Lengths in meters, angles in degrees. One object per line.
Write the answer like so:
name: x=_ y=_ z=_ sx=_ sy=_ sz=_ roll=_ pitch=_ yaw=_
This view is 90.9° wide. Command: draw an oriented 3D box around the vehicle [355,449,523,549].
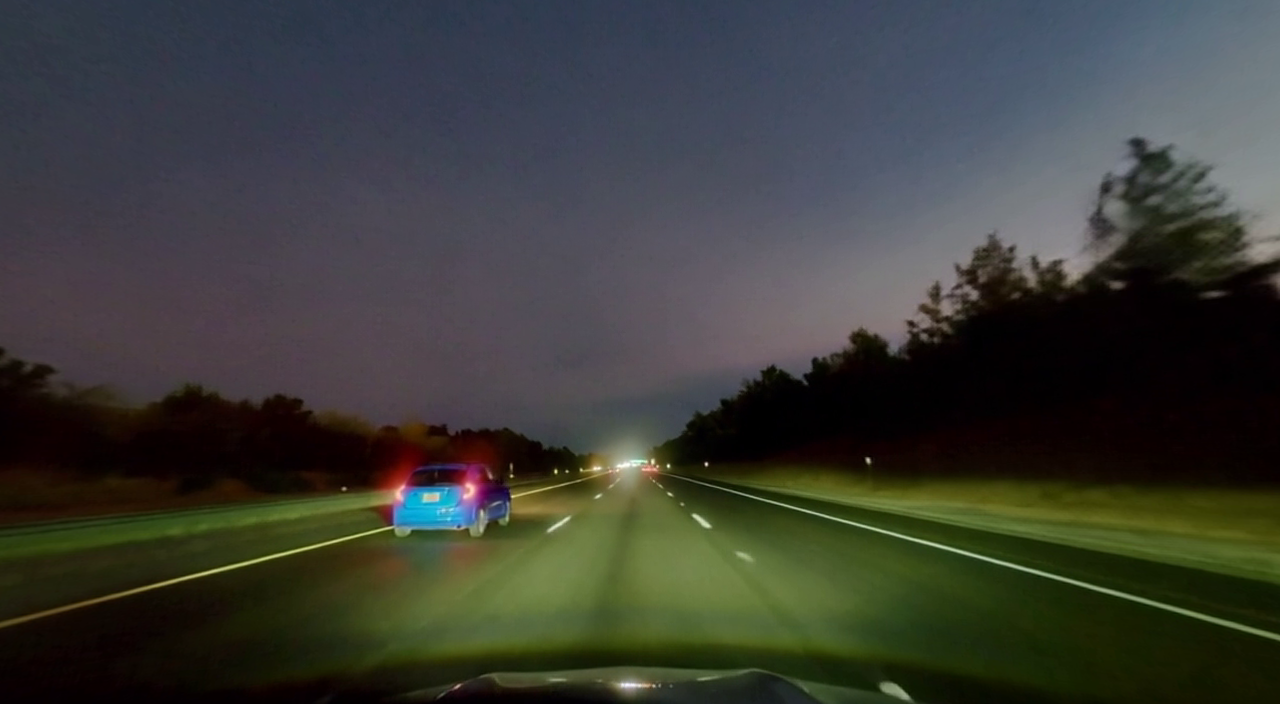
vehicle: x=-3.536 y=2.683 z=11.987 sx=1.797 sy=1.532 sz=4.072 roll=1 pitch=-10 yaw=1
